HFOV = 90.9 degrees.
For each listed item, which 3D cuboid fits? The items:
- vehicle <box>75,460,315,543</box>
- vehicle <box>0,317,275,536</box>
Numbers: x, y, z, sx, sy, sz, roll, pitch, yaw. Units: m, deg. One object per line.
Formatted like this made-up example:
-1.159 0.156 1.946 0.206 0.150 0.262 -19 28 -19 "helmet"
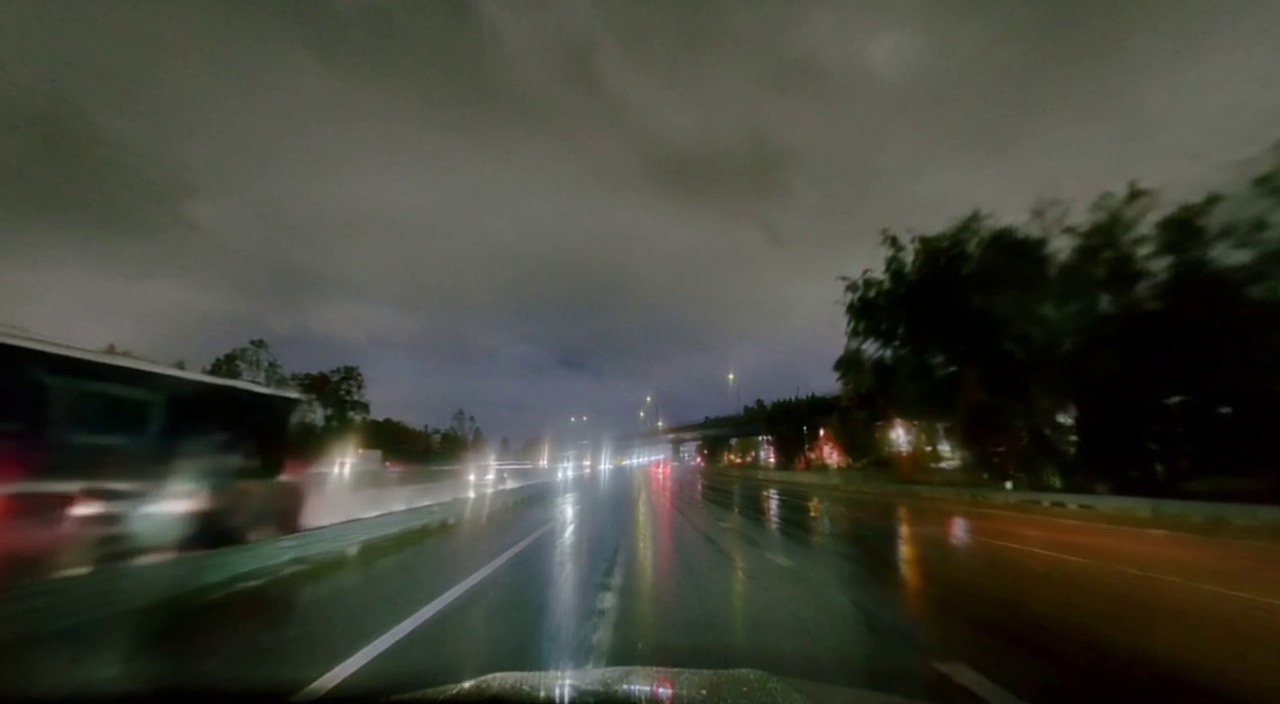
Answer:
-8.859 2.996 13.132 1.903 1.395 4.235 1 -10 -1 "vehicle"
-13.480 1.786 14.007 2.839 4.045 13.207 1 -10 0 "vehicle"
